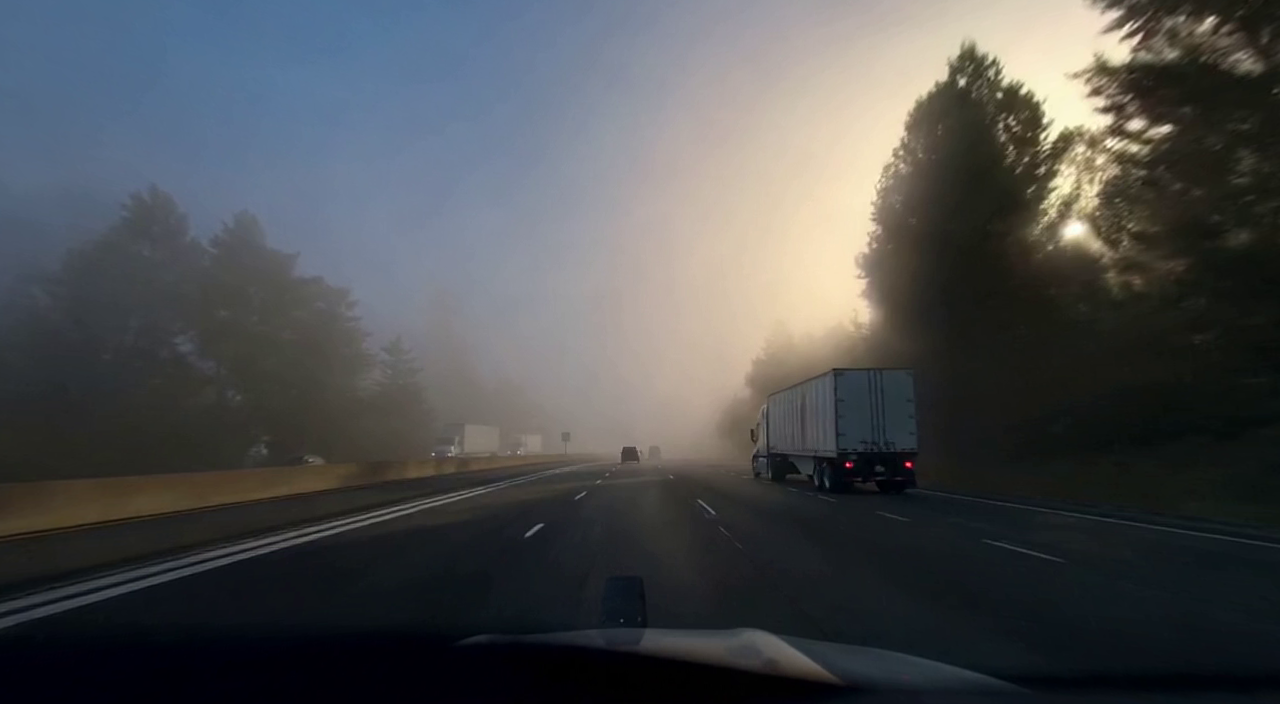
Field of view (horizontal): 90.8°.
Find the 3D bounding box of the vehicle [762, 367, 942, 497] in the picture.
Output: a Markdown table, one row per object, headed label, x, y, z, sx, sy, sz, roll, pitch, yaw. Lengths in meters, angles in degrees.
| label | x | y | z | sx | sy | sz | roll | pitch | yaw |
| --- | --- | --- | --- | --- | --- | --- | --- | --- | --- |
| vehicle | 6.982 | 3.019 | 23.094 | 2.821 | 3.681 | 10.415 | 0 | -9 | -1 |
